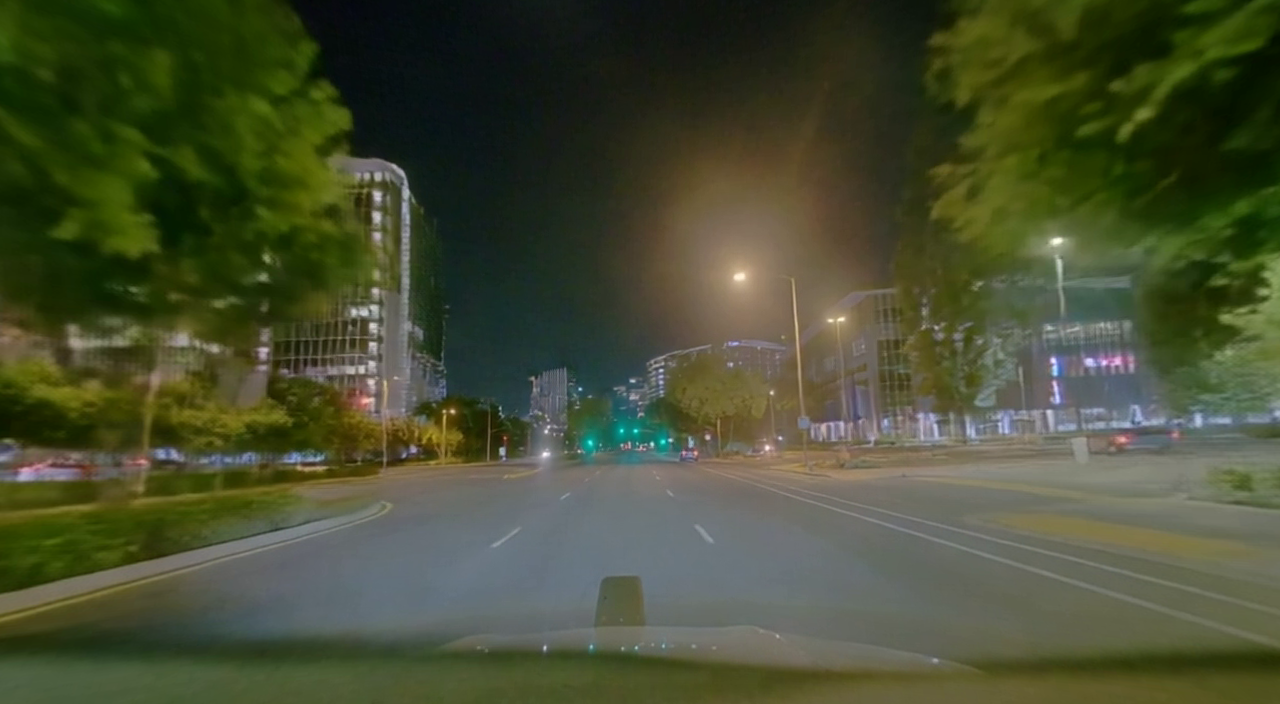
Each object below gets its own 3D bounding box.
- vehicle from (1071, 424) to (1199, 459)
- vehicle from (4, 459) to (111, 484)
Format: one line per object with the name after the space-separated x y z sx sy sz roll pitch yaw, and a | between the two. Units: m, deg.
22.291 4.092 28.723 1.834 1.444 4.703 0 -9 -3 | vehicle
-37.450 7.697 40.693 4.880 1.495 2.001 0 -9 1 | vehicle
